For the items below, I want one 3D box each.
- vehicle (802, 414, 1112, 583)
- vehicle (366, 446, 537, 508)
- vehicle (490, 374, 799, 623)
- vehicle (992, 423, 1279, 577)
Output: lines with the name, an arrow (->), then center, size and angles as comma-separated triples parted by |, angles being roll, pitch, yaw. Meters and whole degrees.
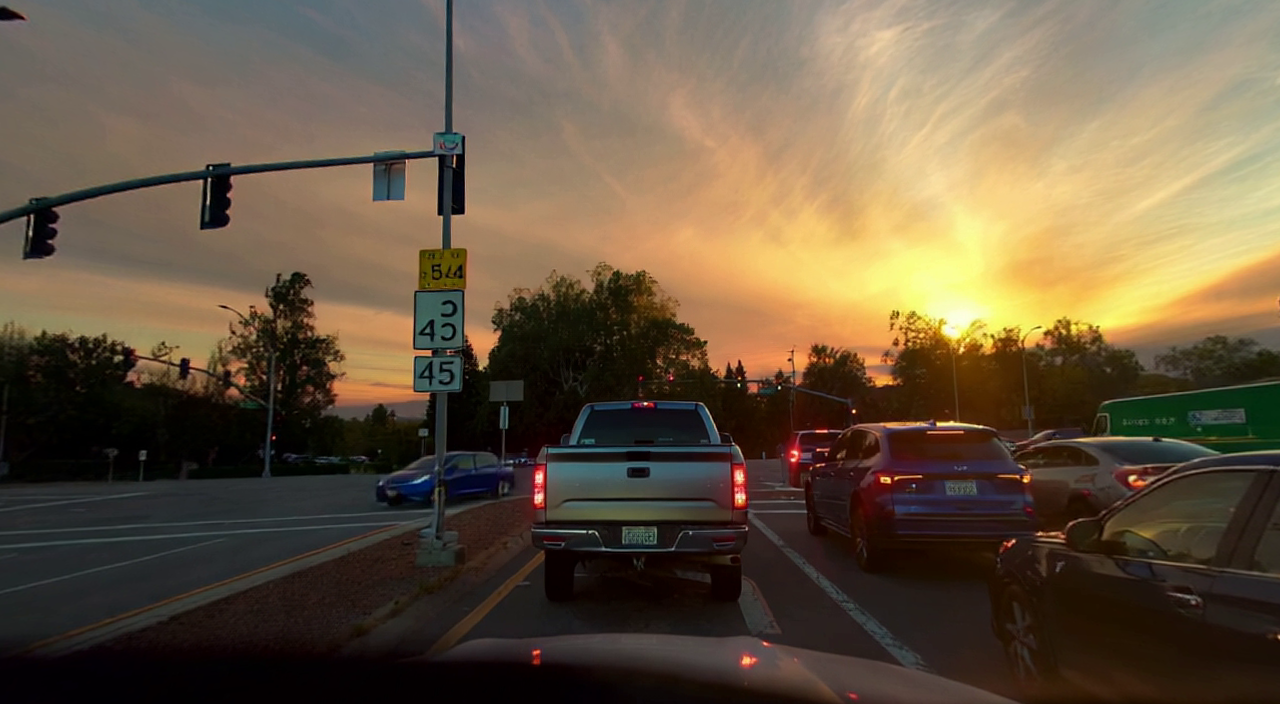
vehicle -> 3.596, 1.718, 8.184 | 1.981, 1.616, 4.006 | 0, -8, 1
vehicle -> -5.513, 3.681, 19.290 | 2.410, 1.596, 4.931 | -4, -9, 22
vehicle -> 0.065, 1.471, 7.332 | 2.326, 1.880, 4.964 | 0, -8, 1
vehicle -> 6.847, 1.741, 8.259 | 1.973, 1.470, 4.228 | 0, -8, 0
